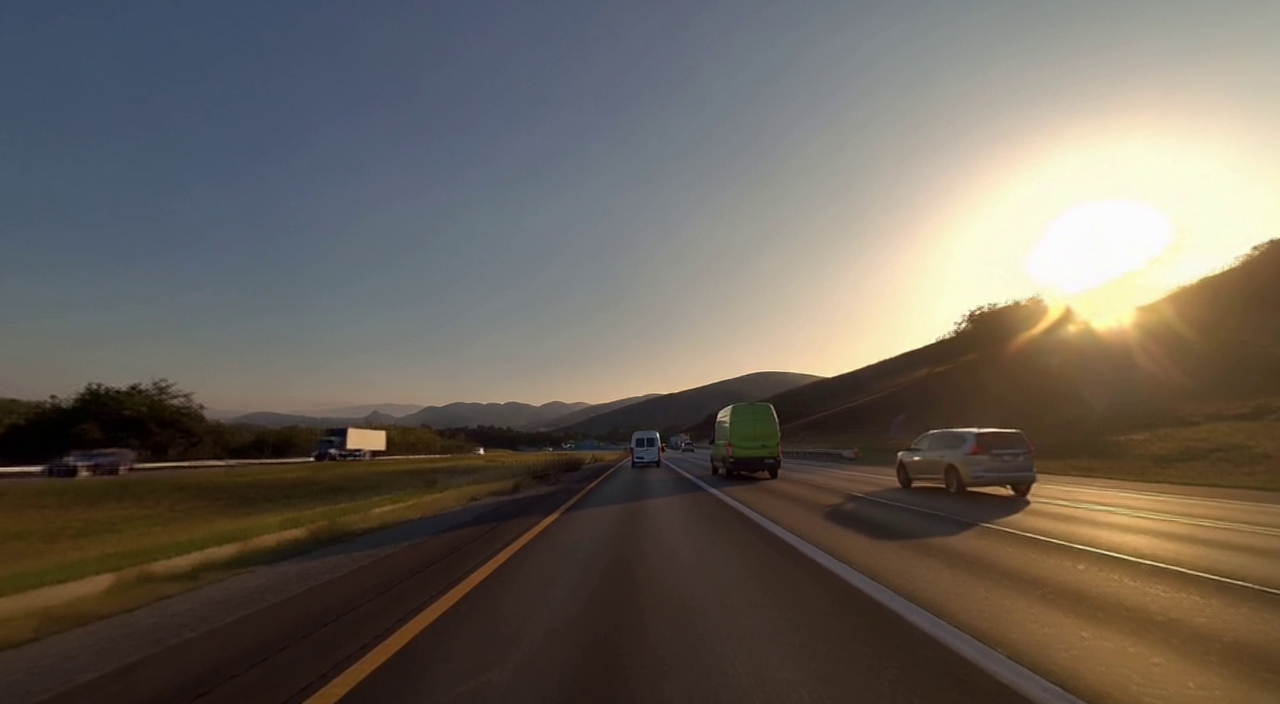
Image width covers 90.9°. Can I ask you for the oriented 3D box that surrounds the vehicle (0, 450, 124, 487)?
[{"bbox_3d":[-26.653,5.324,29.192,1.802,1.546,4.238,0,-8,1],"label":"vehicle"}]

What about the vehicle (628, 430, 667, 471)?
[{"bbox_3d":[0.419,5.605,36.037,2.131,2.122,4.473,0,-8,1],"label":"vehicle"}]

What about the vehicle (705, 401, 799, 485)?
[{"bbox_3d":[3.858,3.339,23.163,2.302,2.670,6.176,0,-8,0],"label":"vehicle"}]

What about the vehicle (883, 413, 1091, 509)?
[{"bbox_3d":[7.957,2.554,15.209,2.240,1.925,4.854,0,-8,0],"label":"vehicle"}]
